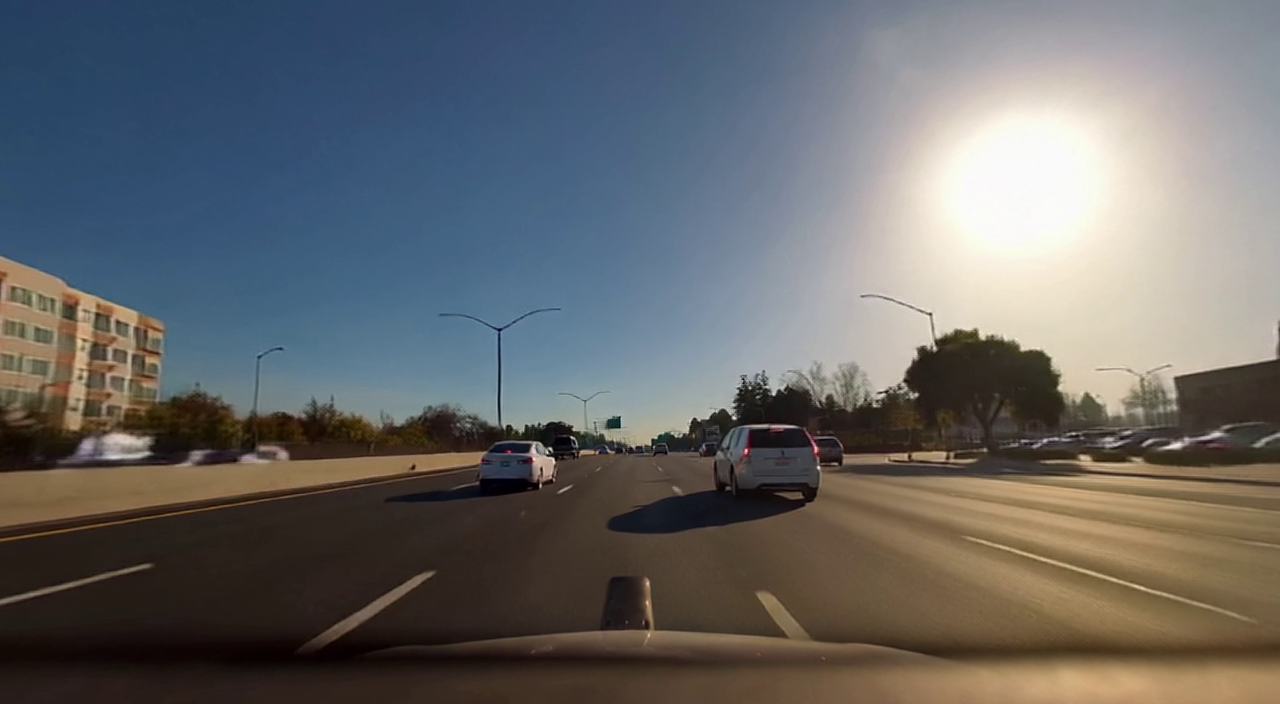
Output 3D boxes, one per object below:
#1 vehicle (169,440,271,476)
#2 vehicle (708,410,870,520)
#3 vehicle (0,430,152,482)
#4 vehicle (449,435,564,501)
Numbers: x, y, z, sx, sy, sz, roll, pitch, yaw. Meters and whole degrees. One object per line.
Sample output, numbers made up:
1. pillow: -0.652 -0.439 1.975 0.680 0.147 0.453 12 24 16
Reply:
1. vehicle: -19.725 4.991 29.833 2.028 1.565 3.951 -1 -8 1
2. vehicle: 2.813 2.291 13.272 2.148 1.852 4.835 0 -8 -1
3. vehicle: -26.812 4.908 30.152 2.216 2.221 5.780 0 -8 0
4. vehicle: -3.436 3.087 17.269 2.080 1.542 4.718 -1 -8 1
